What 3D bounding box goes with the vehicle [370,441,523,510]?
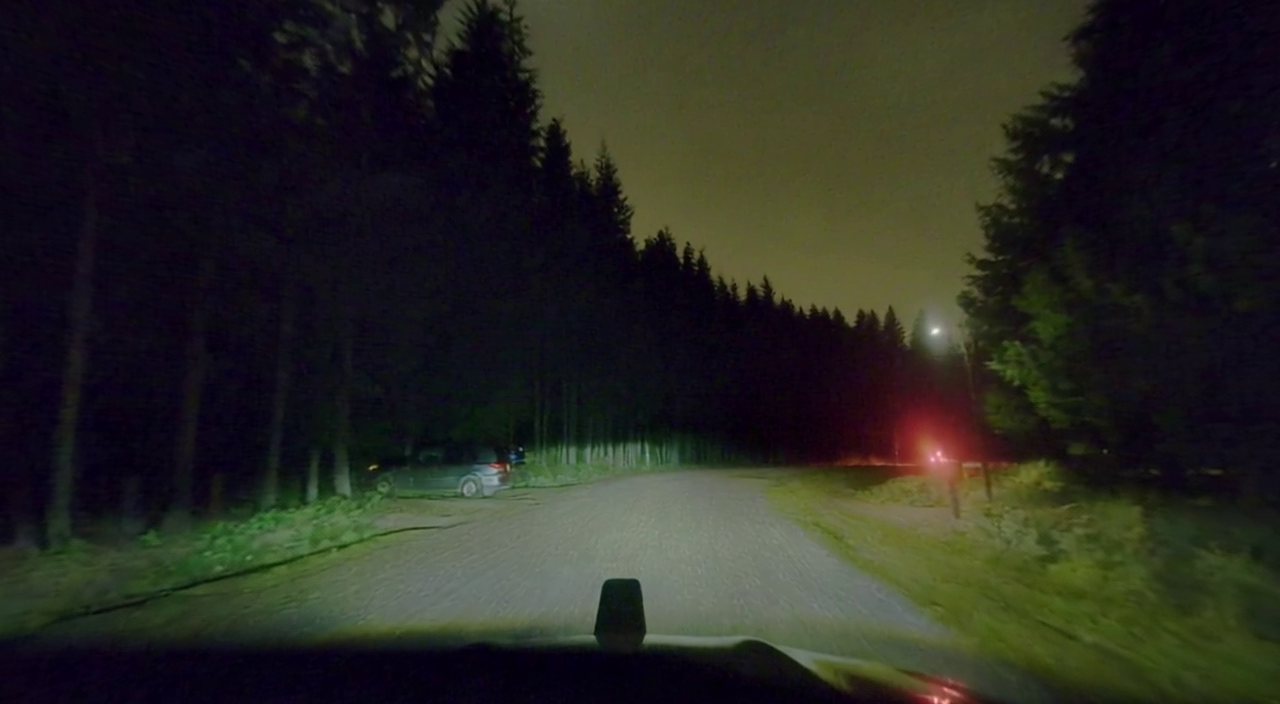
[{"bbox_3d":[-4.800,3.141,16.535,2.166,1.512,4.822,0,-9,5],"label":"vehicle"}]
